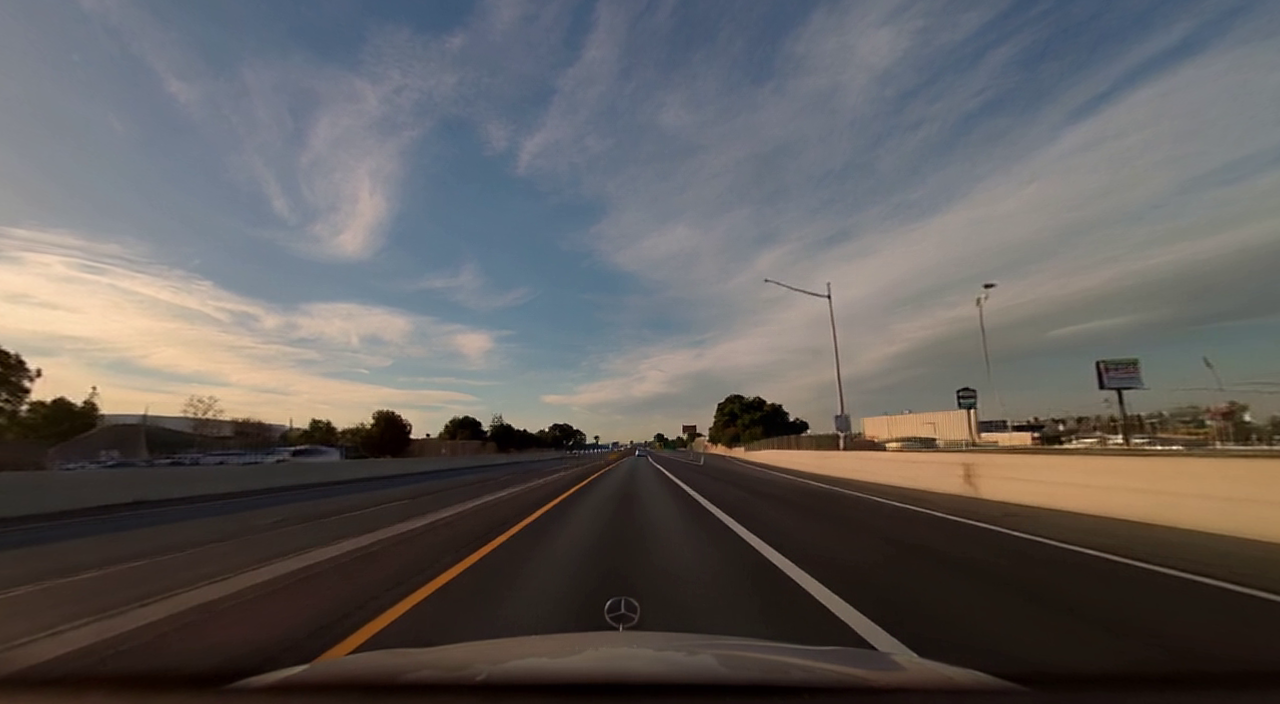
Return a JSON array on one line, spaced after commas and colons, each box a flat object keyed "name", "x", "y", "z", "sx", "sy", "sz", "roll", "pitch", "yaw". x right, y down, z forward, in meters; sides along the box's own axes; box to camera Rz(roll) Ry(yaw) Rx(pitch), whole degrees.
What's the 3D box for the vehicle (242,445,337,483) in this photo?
[{"name": "vehicle", "x": -17.161, "y": 5.497, "z": 31.164, "sx": 1.966, "sy": 1.707, "sz": 4.727, "roll": 0, "pitch": -9, "yaw": 0}]
